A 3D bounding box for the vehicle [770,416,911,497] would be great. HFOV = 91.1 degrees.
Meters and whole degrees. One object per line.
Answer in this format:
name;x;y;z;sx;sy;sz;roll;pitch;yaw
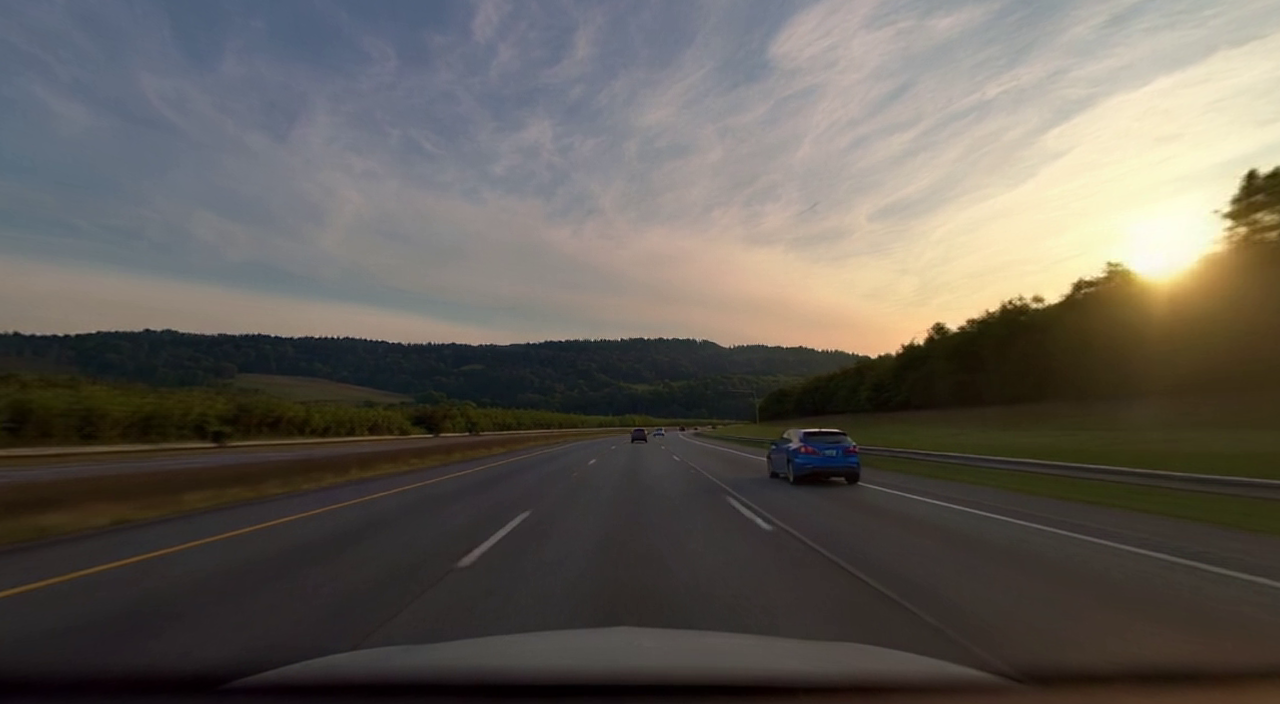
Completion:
vehicle;4.166;2.211;13.735;1.765;1.510;3.762;0;-8;-1
